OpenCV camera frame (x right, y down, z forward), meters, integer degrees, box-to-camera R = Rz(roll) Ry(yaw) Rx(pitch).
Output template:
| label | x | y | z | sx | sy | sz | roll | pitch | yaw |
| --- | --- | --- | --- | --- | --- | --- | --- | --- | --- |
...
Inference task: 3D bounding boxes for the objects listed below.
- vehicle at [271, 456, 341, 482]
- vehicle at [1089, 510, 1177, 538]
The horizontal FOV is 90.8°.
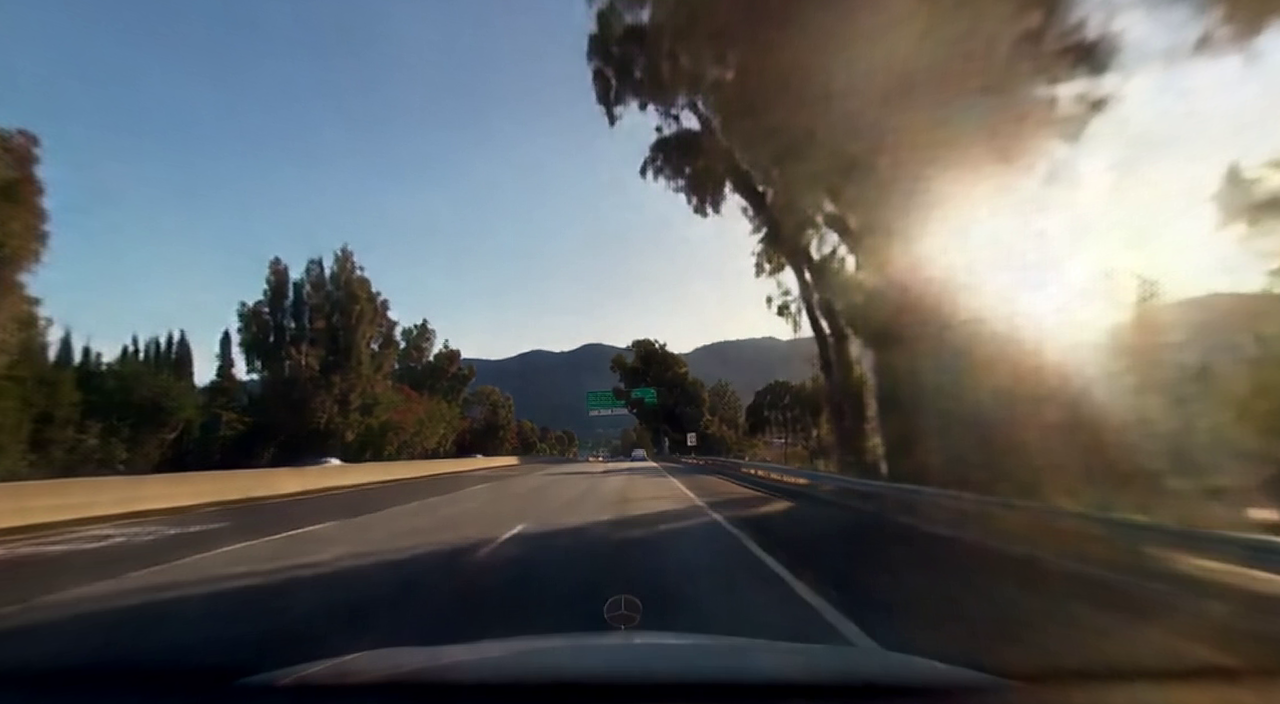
| label | x | y | z | sx | sy | sz | roll | pitch | yaw |
| --- | --- | --- | --- | --- | --- | --- | --- | --- | --- |
| vehicle | -21.224 | 7.406 | 40.354 | 1.917 | 1.480 | 4.664 | 0 | -9 | 1 |
| vehicle | 36.472 | 12.733 | 46.800 | 4.860 | 1.747 | 2.125 | 1 | -8 | -5 |
